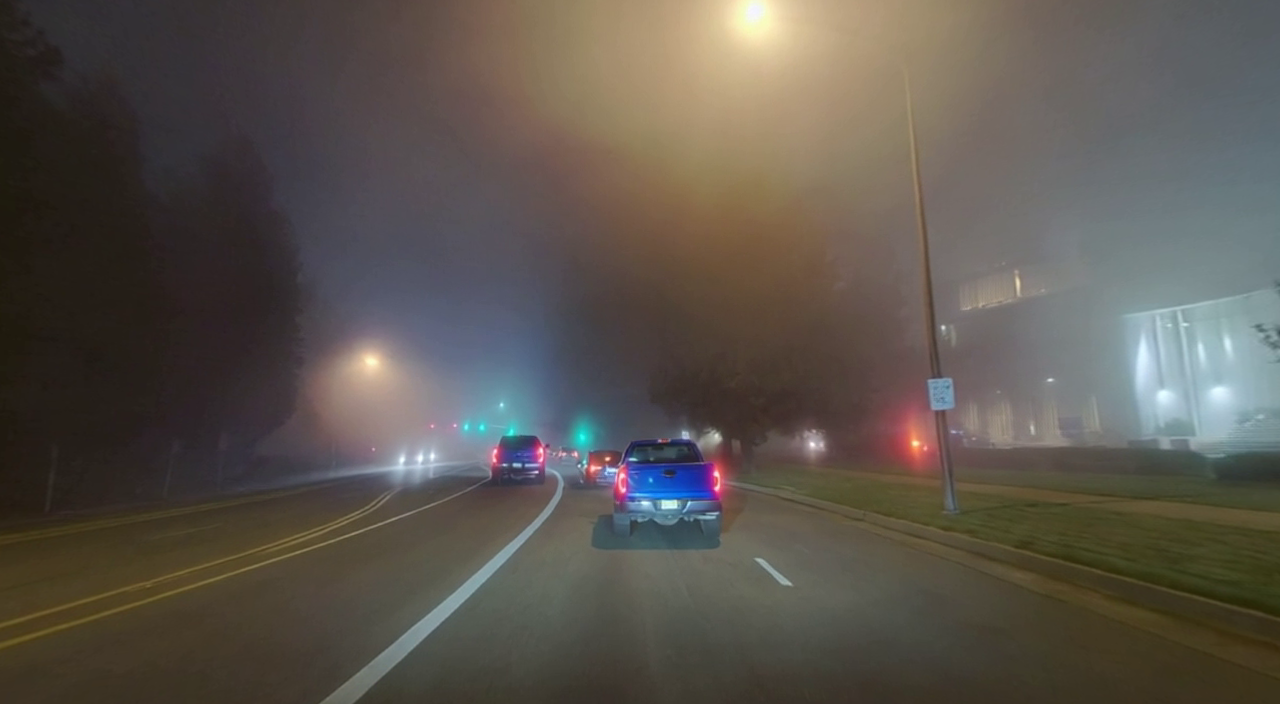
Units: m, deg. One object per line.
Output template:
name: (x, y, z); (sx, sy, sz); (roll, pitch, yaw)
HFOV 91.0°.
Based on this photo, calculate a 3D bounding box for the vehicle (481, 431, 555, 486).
vehicle: (-4.864, 4.350, 26.054); (2.512, 1.992, 5.725); (1, -9, -6)

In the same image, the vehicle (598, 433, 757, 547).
vehicle: (0.381, 2.196, 10.706); (2.142, 1.528, 4.133); (1, -9, -4)
